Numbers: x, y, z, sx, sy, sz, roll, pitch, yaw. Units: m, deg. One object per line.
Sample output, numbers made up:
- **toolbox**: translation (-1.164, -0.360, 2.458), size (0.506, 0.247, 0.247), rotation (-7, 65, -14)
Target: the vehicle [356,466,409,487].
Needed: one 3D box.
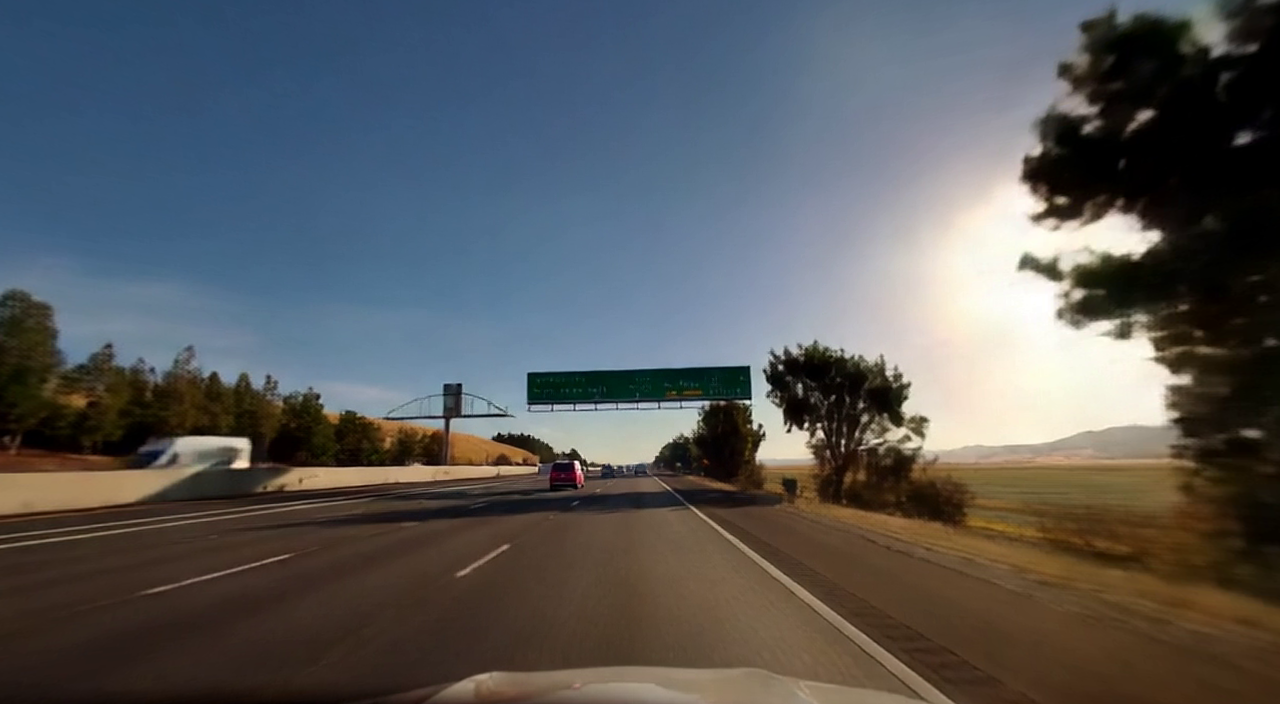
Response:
- **vehicle**: translation (-19.070, 9.233, 46.894), size (1.862, 1.447, 4.666), rotation (1, -10, 1)

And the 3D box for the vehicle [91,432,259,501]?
- **vehicle**: translation (-19.134, 4.790, 26.468), size (2.391, 2.511, 5.870), rotation (1, -10, 1)
